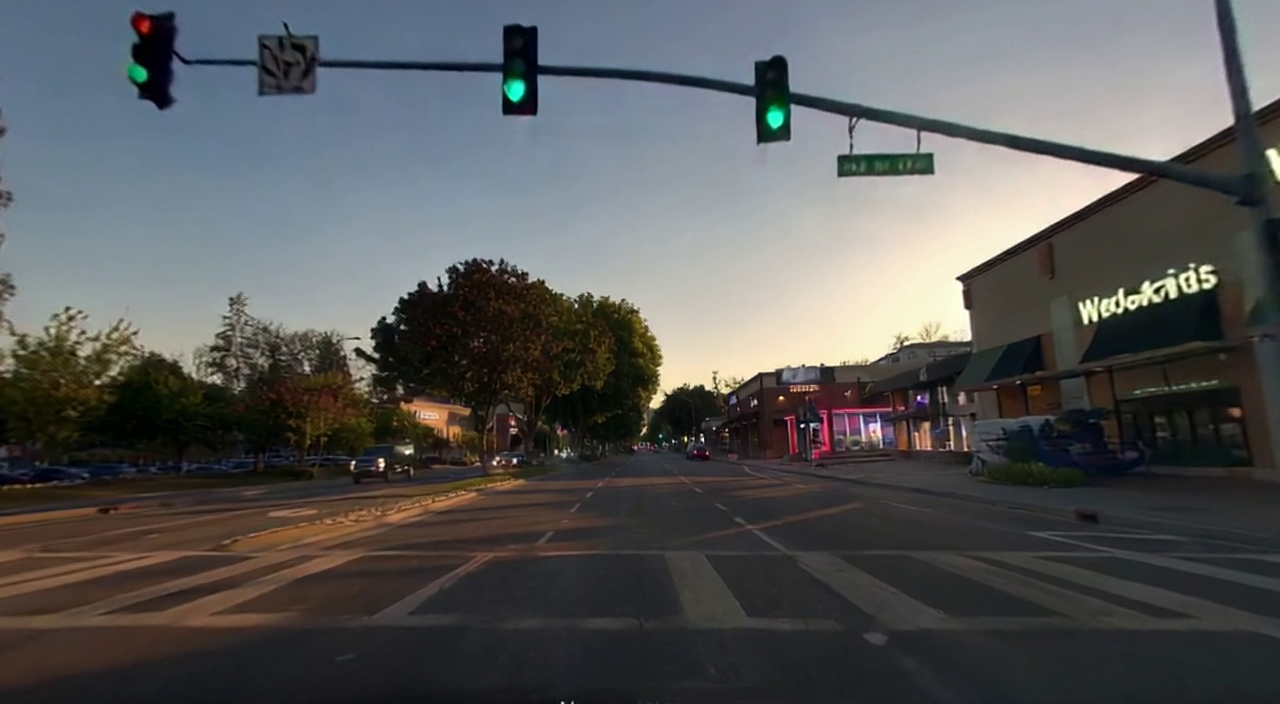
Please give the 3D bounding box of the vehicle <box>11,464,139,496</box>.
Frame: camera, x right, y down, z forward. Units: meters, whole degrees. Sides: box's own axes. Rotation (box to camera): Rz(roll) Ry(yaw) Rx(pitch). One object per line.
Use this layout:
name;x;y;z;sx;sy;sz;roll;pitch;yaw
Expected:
vehicle;-30.928;7.022;34.725;4.731;1.486;2.187;4;-9;-27

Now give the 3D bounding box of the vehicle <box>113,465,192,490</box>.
vehicle;-31.562;8.143;40.895;3.590;1.441;1.605;2;-9;-15

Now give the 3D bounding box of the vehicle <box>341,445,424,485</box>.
vehicle;-14.627;6.399;36.244;2.315;1.998;5.808;-3;-8;1
